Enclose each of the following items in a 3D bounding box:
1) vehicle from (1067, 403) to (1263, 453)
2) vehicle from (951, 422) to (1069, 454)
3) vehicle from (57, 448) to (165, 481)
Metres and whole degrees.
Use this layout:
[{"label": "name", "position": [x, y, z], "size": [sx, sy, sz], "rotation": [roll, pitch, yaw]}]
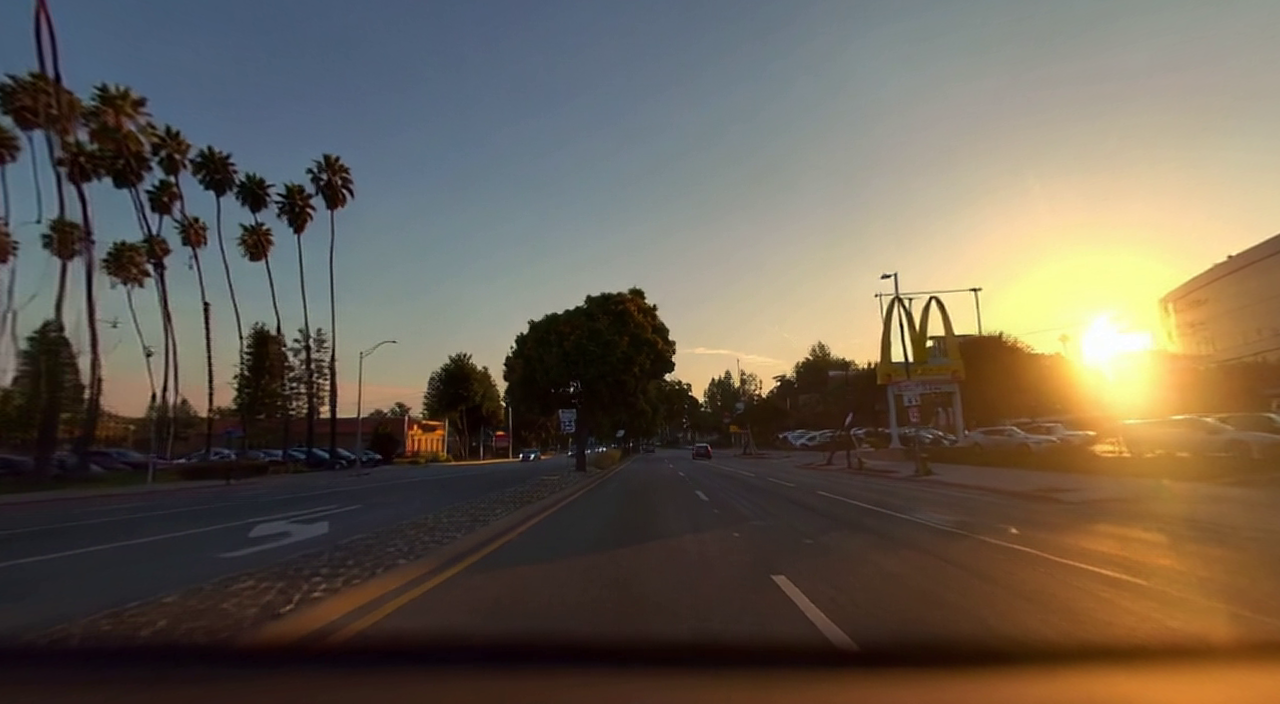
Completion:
[{"label": "vehicle", "position": [19.228, 2.855, 23.333], "size": [5.123, 1.730, 2.183], "rotation": [-1, -8, 3]}, {"label": "vehicle", "position": [18.654, 4.353, 31.945], "size": [4.691, 1.545, 1.900], "rotation": [-1, -8, 4]}, {"label": "vehicle", "position": [-27.864, 5.901, 33.408], "size": [2.067, 1.563, 4.043], "rotation": [-1, -8, 4]}]
